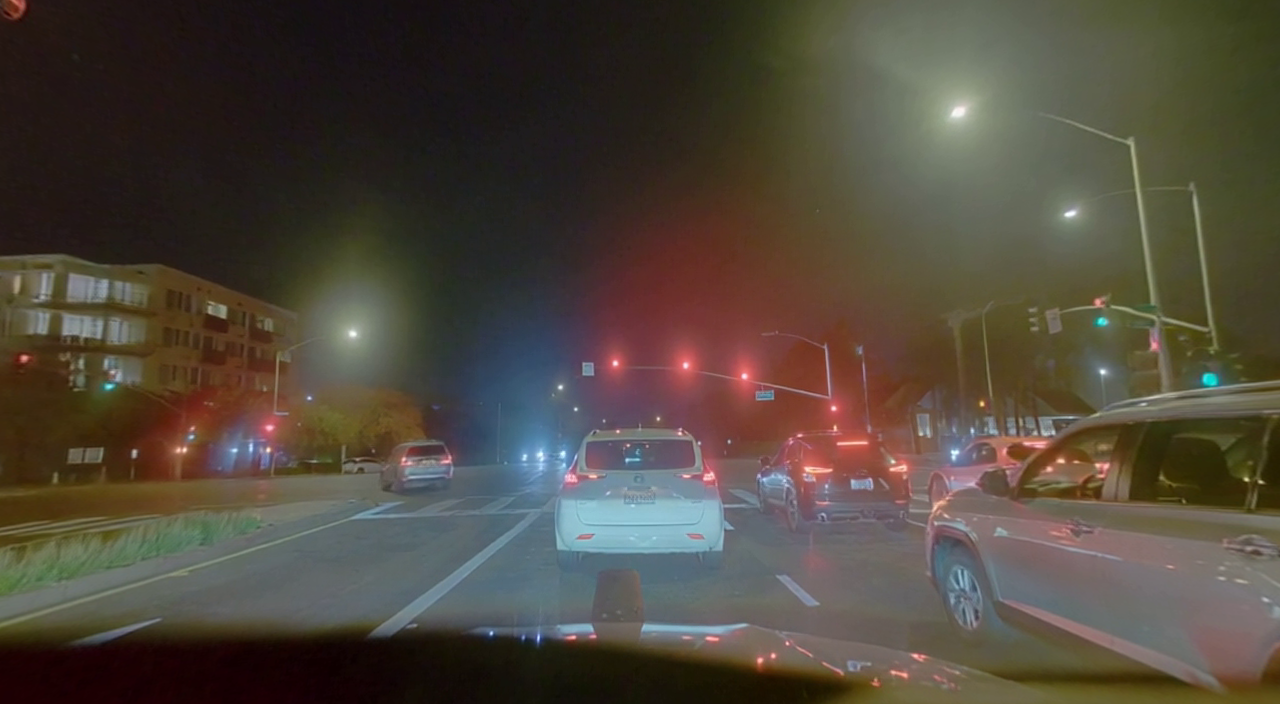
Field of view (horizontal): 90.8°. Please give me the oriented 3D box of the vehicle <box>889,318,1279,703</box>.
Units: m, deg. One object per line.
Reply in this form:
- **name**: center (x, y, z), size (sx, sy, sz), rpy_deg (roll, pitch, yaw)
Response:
- **vehicle**: center (3.007, 0.860, 2.649), size (2.103, 1.701, 4.294), rpy_deg (0, -8, -1)

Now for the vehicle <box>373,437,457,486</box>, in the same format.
- **vehicle**: center (-9.484, 4.527, 26.446), size (2.021, 1.837, 4.448), rpy_deg (6, -11, -36)

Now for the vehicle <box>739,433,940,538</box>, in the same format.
- **vehicle**: center (3.153, 2.202, 11.125), size (2.001, 1.463, 4.398), rpy_deg (0, -8, -2)

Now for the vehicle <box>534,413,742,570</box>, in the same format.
- **vehicle**: center (-0.069, 1.775, 8.742), size (2.188, 1.637, 4.027), rpy_deg (0, -8, -2)
